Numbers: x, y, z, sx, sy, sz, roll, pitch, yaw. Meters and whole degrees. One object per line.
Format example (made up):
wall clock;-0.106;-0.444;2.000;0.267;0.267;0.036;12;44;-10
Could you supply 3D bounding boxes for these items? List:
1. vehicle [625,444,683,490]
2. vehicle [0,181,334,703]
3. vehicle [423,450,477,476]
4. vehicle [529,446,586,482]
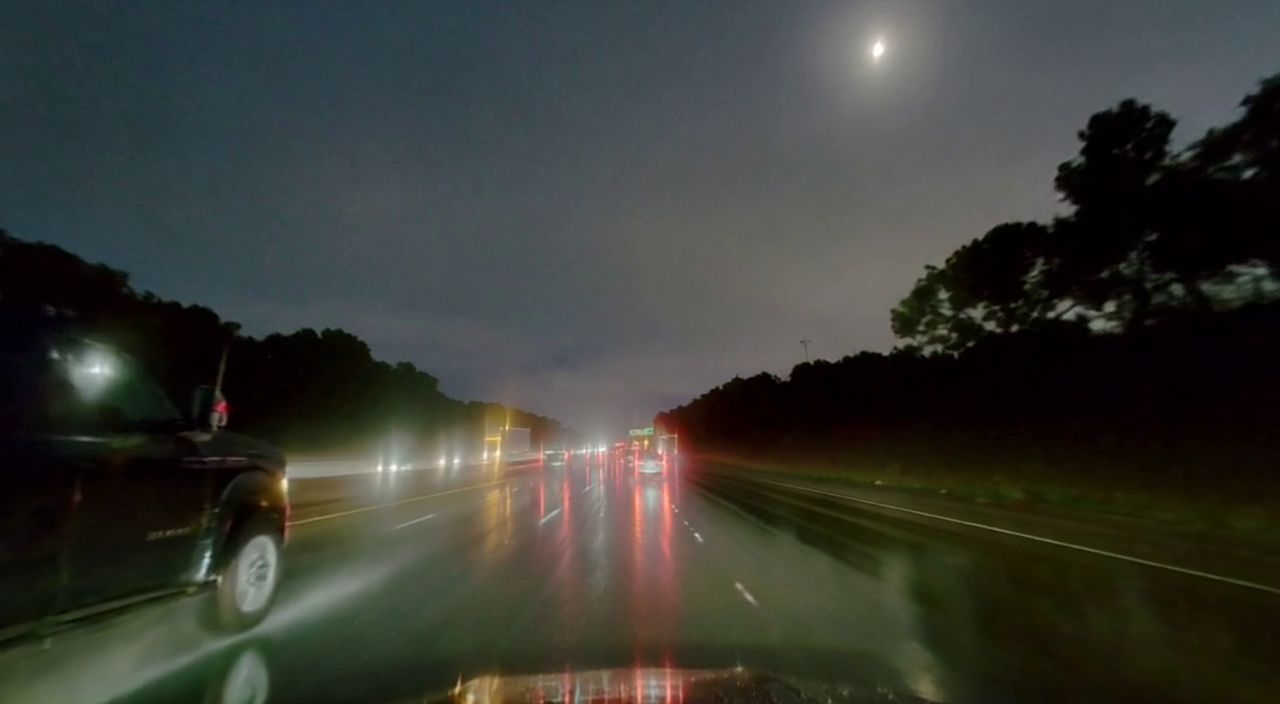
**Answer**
vehicle;0.453;4.304;23.779;2.015;1.526;4.286;0;-9;-1
vehicle;-4.001;0.488;2.499;2.523;2.458;6.022;0;-9;0
vehicle;-12.464;7.290;41.454;2.066;1.613;4.576;-1;-9;2
vehicle;-3.692;5.092;28.761;1.940;1.502;4.463;0;-9;1
